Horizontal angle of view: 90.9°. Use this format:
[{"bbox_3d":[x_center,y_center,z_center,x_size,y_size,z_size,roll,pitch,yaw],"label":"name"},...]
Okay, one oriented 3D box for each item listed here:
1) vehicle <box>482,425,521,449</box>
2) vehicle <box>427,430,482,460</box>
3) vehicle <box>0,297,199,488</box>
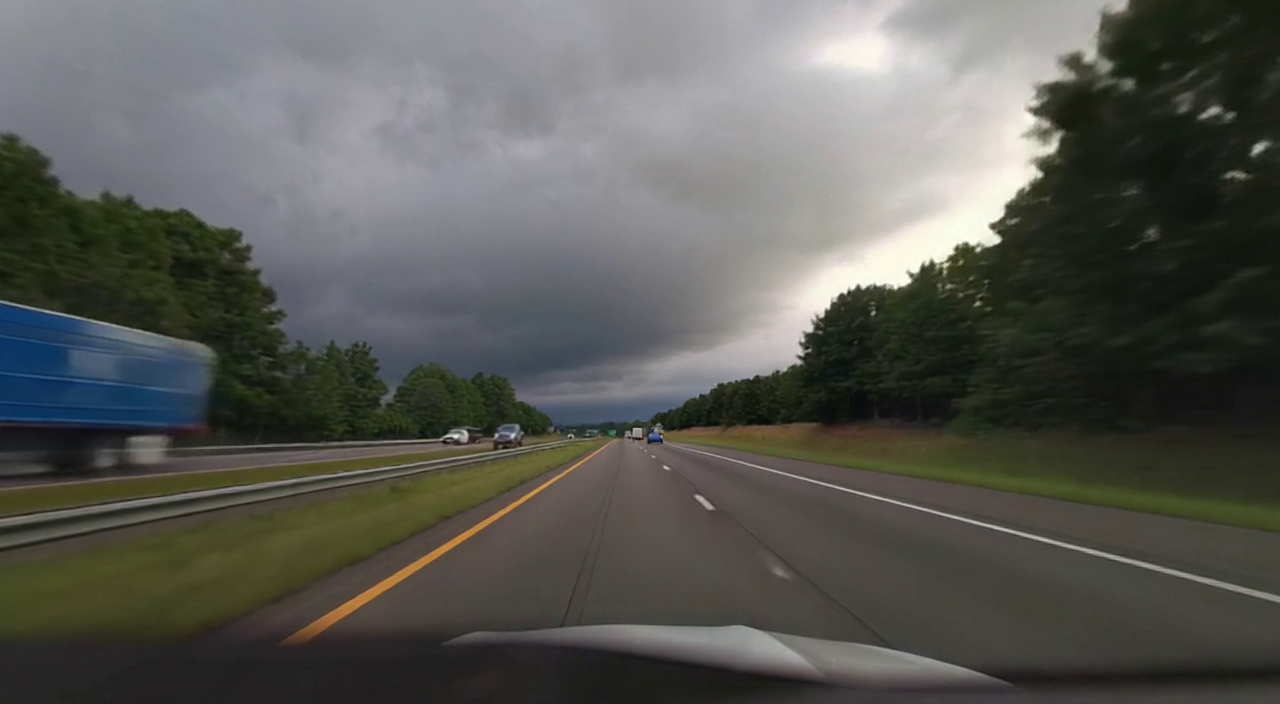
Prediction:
[{"bbox_3d":[-9.822,6.086,45.031,1.925,1.581,4.138,0,-8,-1],"label":"vehicle"},{"bbox_3d":[-10.436,5.255,35.813,1.933,1.555,4.470,1,-7,-2],"label":"vehicle"},{"bbox_3d":[-13.348,0.759,11.799,2.738,3.535,10.525,0,-8,-1],"label":"vehicle"}]
